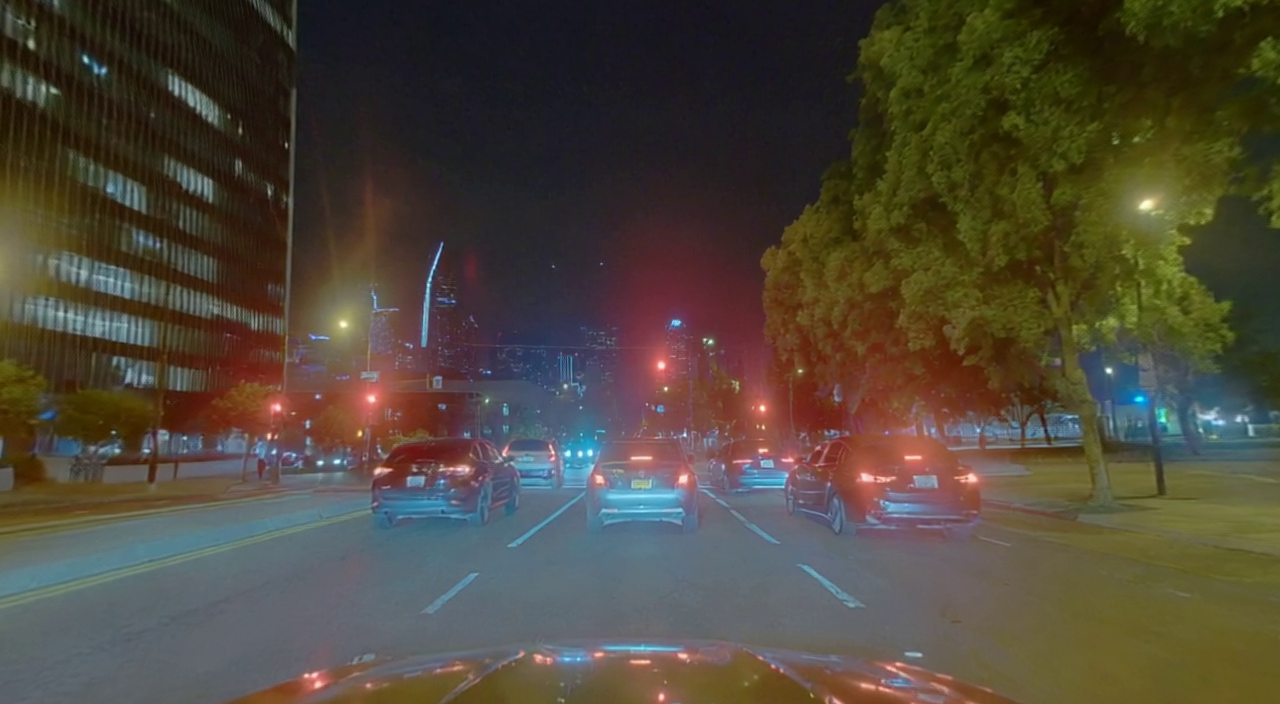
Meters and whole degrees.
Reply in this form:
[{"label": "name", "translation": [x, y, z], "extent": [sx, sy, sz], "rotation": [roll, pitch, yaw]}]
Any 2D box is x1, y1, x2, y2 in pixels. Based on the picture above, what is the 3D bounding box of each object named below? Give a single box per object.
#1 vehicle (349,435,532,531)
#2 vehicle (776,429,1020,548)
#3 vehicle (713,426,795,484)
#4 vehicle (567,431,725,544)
[{"label": "vehicle", "translation": [-3.435, 2.327, 11.811], "extent": [2.002, 1.465, 4.098], "rotation": [0, -8, 1]}, {"label": "vehicle", "translation": [3.762, 2.064, 10.268], "extent": [1.990, 1.486, 4.431], "rotation": [0, -8, -2]}, {"label": "vehicle", "translation": [4.189, 3.911, 24.211], "extent": [2.142, 1.957, 5.443], "rotation": [0, -8, 0]}, {"label": "vehicle", "translation": [0.030, 2.098, 10.423], "extent": [2.101, 1.480, 3.929], "rotation": [0, -8, -1]}]
